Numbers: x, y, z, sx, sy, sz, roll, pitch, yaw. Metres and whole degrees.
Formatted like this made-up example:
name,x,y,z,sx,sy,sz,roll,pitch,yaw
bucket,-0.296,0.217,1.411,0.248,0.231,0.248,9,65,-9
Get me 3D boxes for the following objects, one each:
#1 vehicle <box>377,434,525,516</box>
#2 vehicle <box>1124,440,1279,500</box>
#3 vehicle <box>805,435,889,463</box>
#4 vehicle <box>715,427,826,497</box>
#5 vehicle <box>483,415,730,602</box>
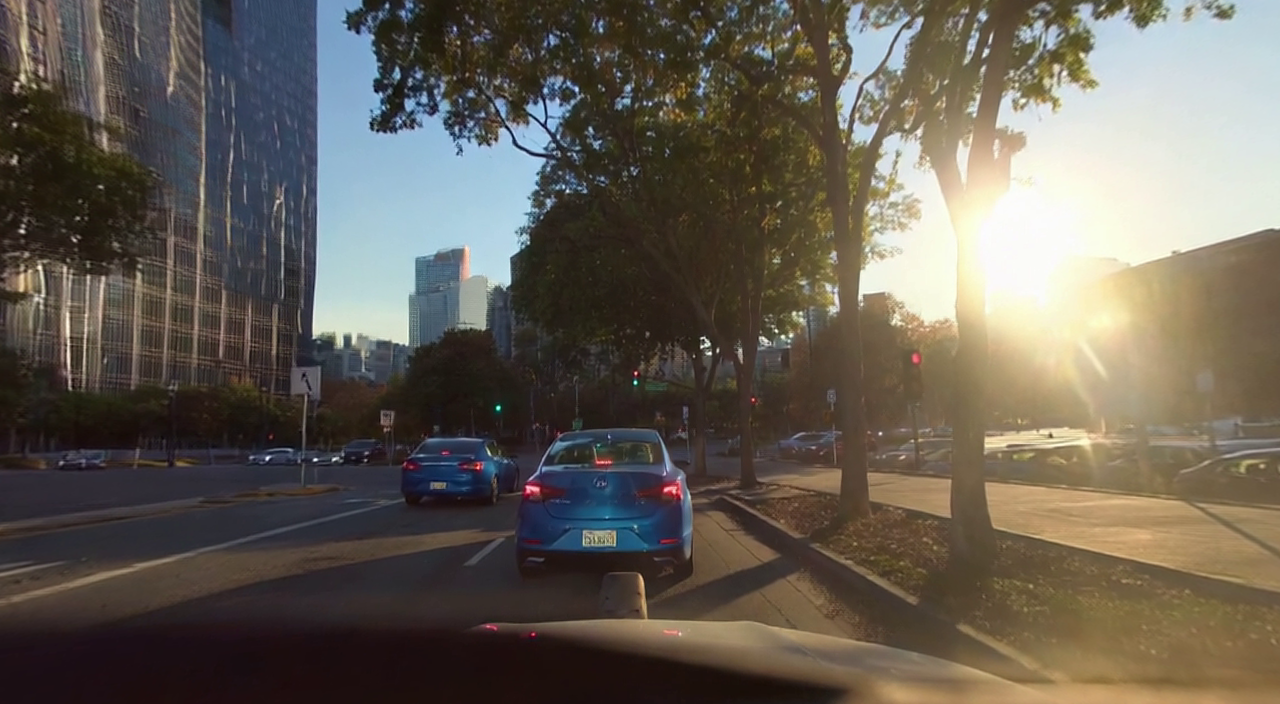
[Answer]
name,x,y,z,sx,sy,sz,roll,pitch,yaw
vehicle,-3.752,2.500,13.299,1.998,1.452,3.773,0,-9,-1
vehicle,15.189,2.998,16.258,3.951,1.418,1.842,0,-9,-3
vehicle,12.482,5.887,38.238,4.419,1.619,1.894,1,-9,-8
vehicle,3.429,2.980,17.497,2.028,1.678,4.220,0,-9,-2
vehicle,-0.356,1.611,7.407,2.045,1.533,4.183,0,-9,-2
